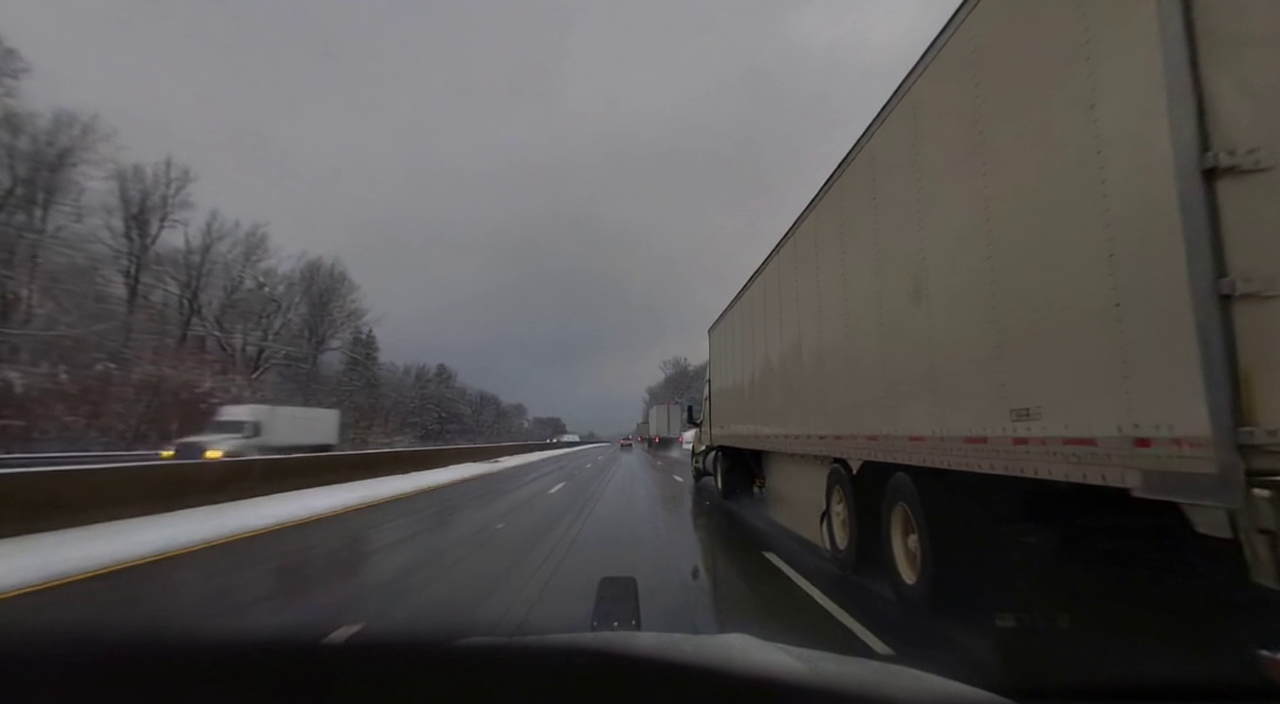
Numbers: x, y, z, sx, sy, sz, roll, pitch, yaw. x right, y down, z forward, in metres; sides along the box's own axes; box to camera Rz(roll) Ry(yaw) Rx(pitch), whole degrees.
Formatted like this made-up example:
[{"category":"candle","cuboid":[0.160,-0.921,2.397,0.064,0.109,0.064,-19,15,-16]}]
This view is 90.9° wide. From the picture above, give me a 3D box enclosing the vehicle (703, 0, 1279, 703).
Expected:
[{"category":"vehicle","cuboid":[3.329,0.464,9.091,2.905,4.080,14.157,0,-8,-2]}]
